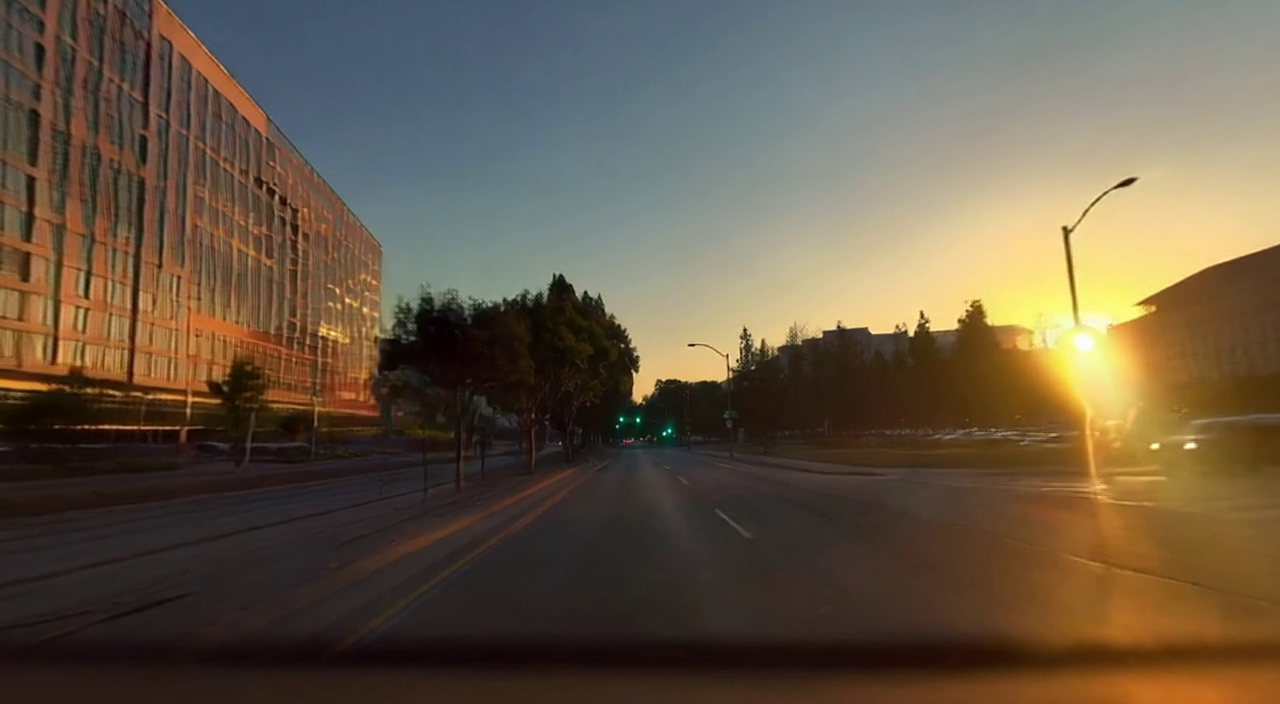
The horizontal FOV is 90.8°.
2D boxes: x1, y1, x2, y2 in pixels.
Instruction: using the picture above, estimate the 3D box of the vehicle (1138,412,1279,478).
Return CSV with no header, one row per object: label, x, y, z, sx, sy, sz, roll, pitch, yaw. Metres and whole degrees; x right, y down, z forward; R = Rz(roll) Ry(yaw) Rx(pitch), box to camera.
vehicle,21.626,3.167,22.079,6.615,1.967,2.328,-2,-7,-5
